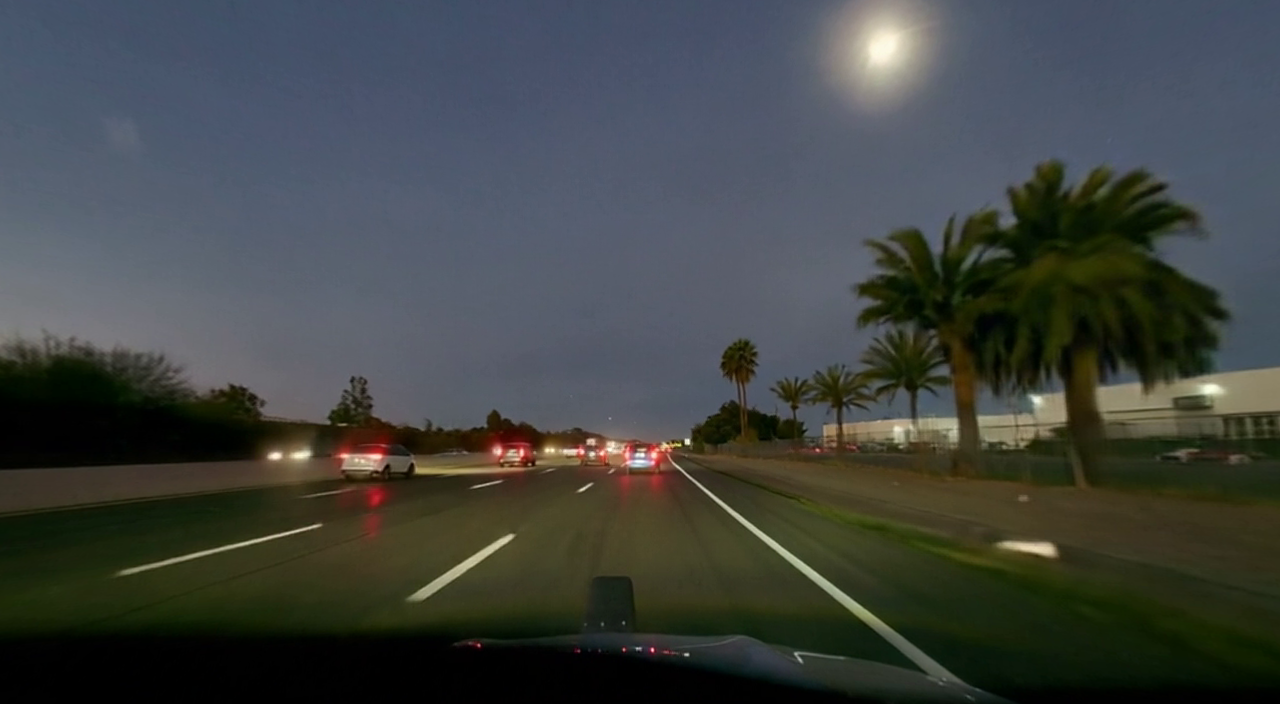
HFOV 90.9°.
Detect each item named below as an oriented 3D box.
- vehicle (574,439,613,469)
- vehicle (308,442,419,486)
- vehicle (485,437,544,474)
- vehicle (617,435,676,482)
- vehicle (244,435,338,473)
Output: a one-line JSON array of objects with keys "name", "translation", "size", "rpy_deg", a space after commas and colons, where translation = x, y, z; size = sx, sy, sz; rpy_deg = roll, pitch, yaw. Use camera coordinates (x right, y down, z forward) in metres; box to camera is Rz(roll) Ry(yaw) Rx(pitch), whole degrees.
[{"name": "vehicle", "translation": [-3.016, 6.770, 42.080], "size": [2.108, 1.832, 4.549], "rpy_deg": [0, -8, 2]}, {"name": "vehicle", "translation": [-10.416, 4.231, 24.264], "size": [1.910, 1.501, 5.004], "rpy_deg": [0, -8, 2]}, {"name": "vehicle", "translation": [-6.616, 5.507, 33.823], "size": [2.105, 1.790, 4.689], "rpy_deg": [0, -8, 2]}, {"name": "vehicle", "translation": [0.248, 4.177, 24.975], "size": [2.136, 1.678, 4.052], "rpy_deg": [0, -8, 1]}, {"name": "vehicle", "translation": [-20.689, 6.038, 37.749], "size": [2.304, 2.072, 5.532], "rpy_deg": [0, -8, 2]}]
